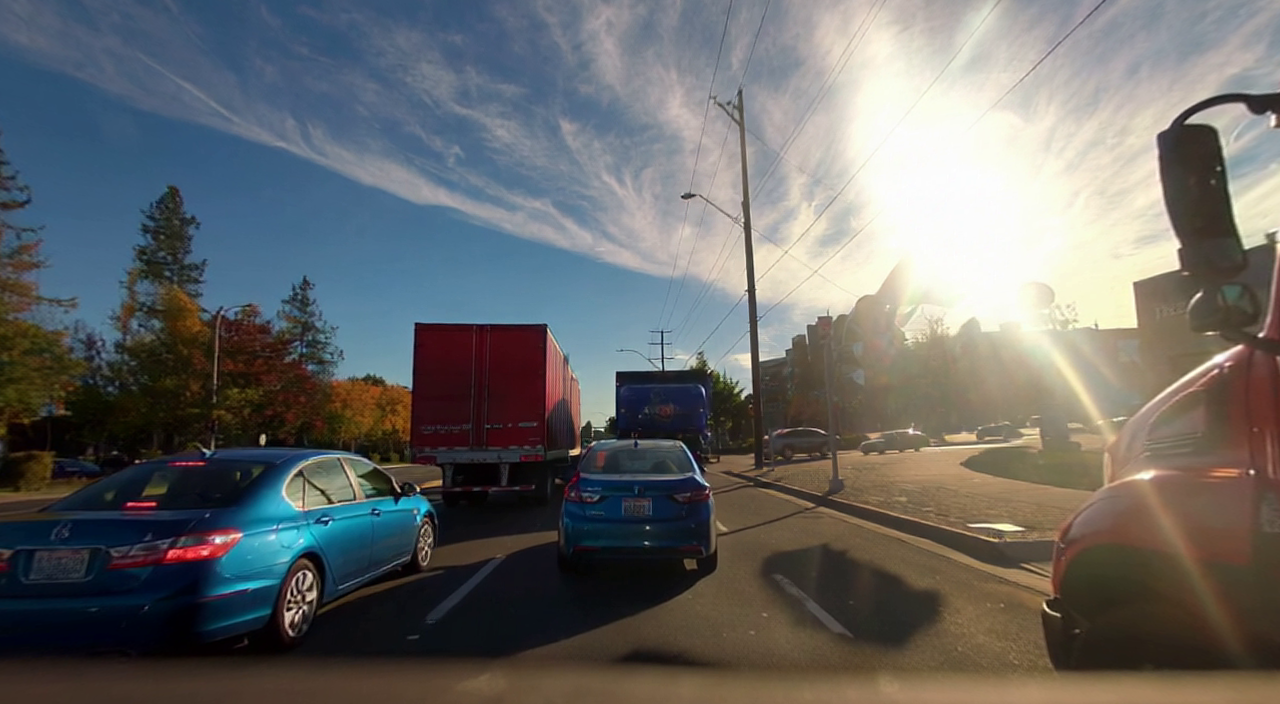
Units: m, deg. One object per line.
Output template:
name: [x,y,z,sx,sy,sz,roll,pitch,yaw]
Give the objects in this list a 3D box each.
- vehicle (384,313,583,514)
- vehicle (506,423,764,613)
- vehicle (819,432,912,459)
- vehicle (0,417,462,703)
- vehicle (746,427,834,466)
vehicle: [-3.254,1.649,15.469,3.020,3.800,7.105,0,-8,0]
vehicle: [-0.087,1.642,7.177,2.067,1.506,4.118,0,-8,-1]
vehicle: [12.767,5.344,35.796,4.574,1.478,1.880,0,-8,3]
vehicle: [-3.089,1.369,5.159,1.969,1.471,4.378,0,-8,0]
vehicle: [7.782,4.982,33.066,2.061,1.845,4.829,3,-9,-21]
